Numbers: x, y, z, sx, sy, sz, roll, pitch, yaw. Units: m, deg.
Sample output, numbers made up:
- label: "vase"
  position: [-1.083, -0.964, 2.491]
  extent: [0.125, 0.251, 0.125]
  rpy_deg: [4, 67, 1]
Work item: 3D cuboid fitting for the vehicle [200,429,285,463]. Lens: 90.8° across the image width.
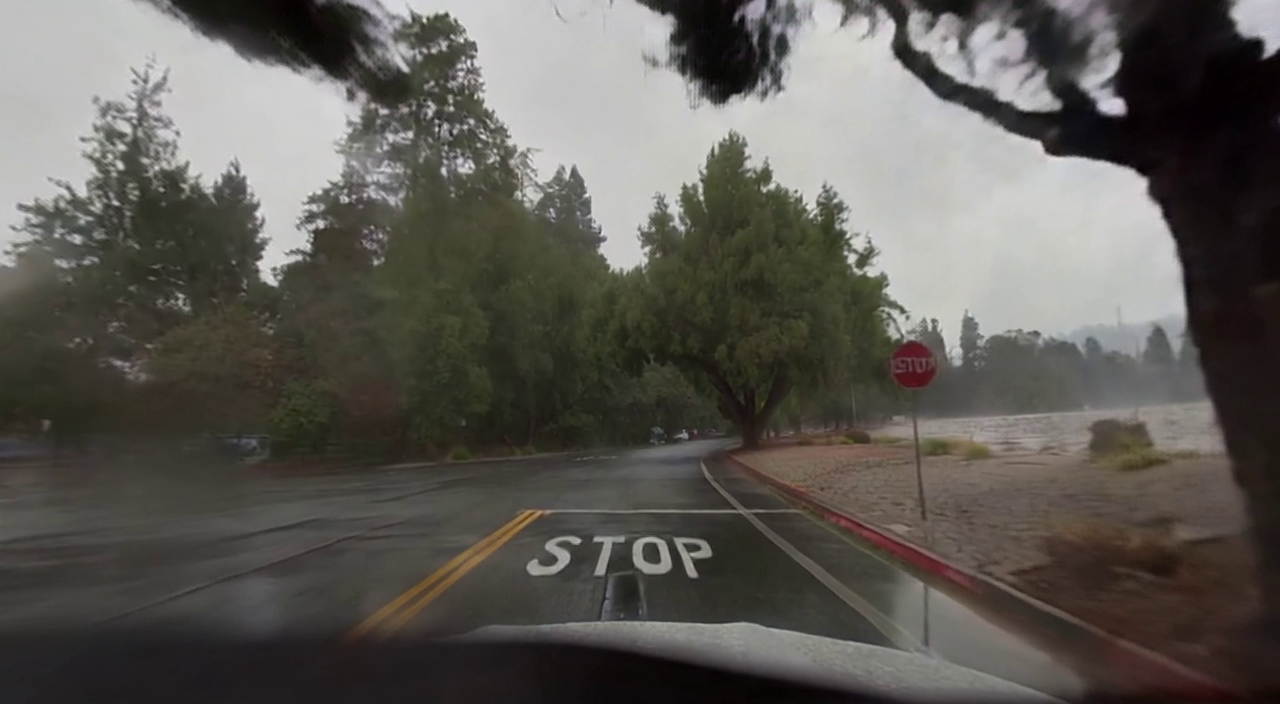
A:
- label: "vehicle"
  position: [-27.576, 6.542, 43.903]
  extent: [4.733, 1.892, 1.939]
  rpy_deg: [-4, -4, 3]
